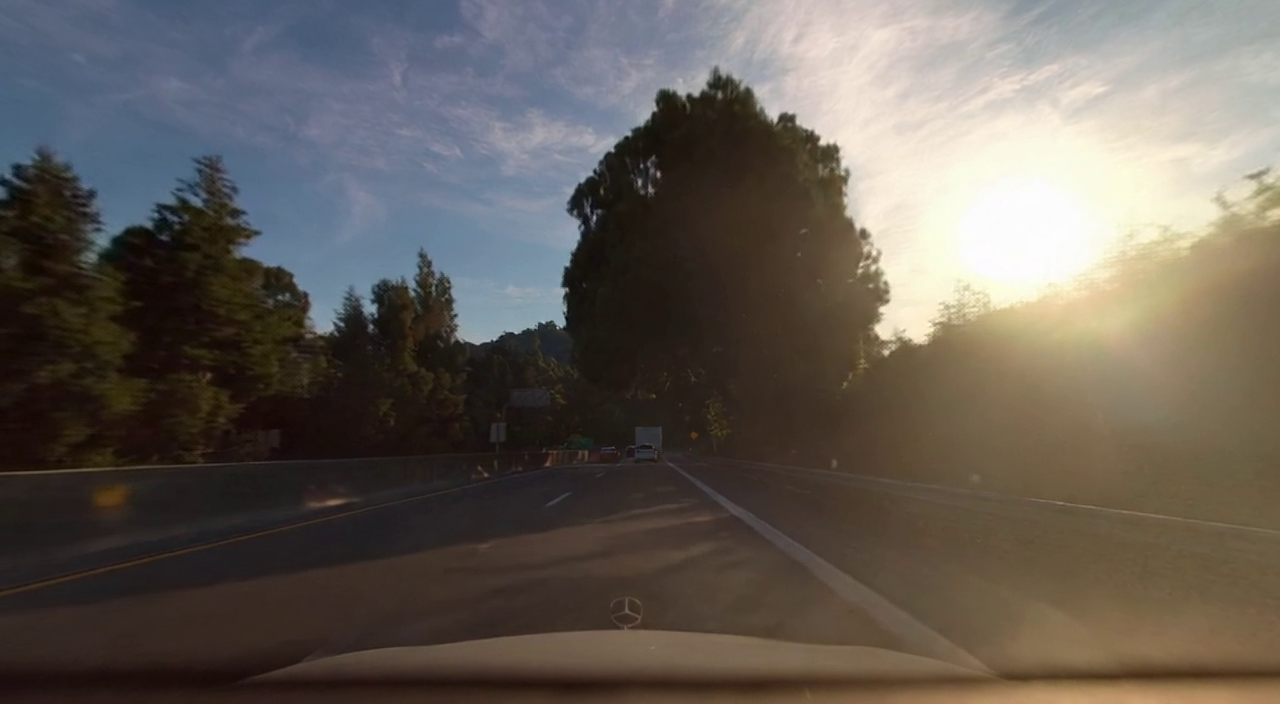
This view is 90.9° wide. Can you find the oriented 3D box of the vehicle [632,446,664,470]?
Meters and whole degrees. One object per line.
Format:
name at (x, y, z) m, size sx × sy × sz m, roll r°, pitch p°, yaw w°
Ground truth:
vehicle at (0.507, 6.857, 40.844) m, size 1.934 × 1.488 × 3.832 m, roll 0°, pitch -9°, yaw 1°
